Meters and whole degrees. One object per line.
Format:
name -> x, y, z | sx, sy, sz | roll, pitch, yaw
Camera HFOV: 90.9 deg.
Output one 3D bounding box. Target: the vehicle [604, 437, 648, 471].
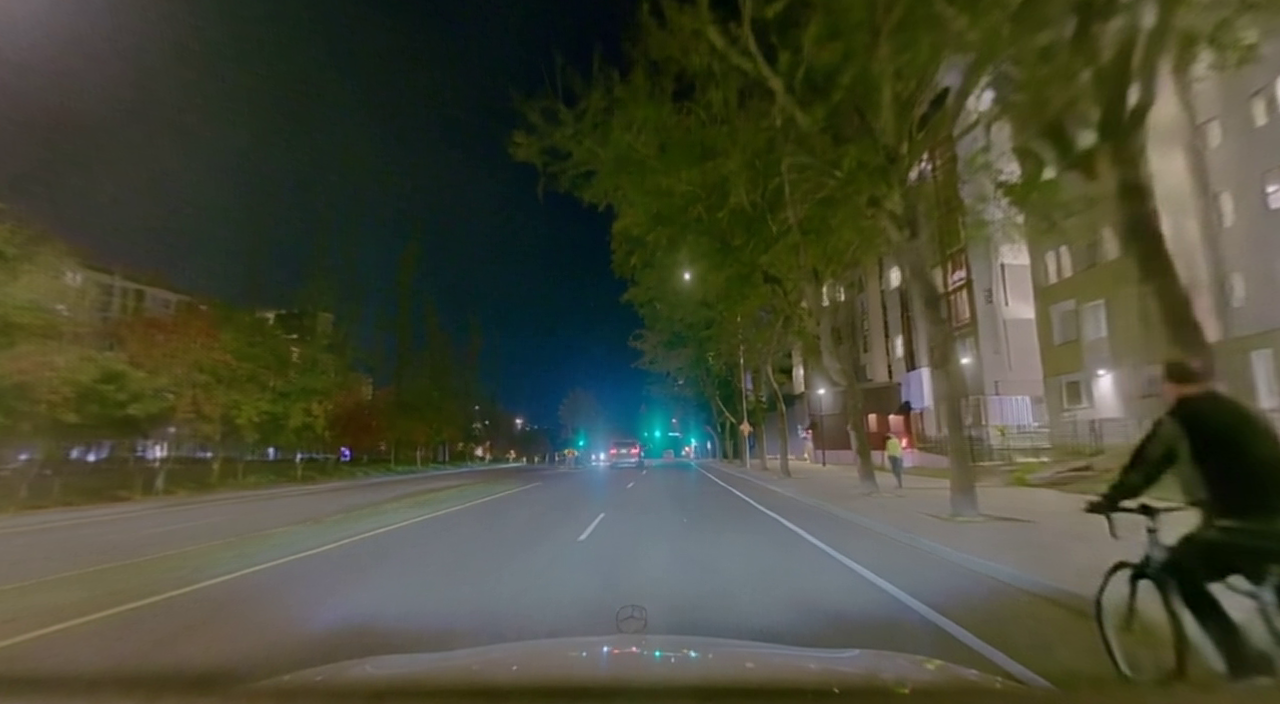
vehicle -> -0.755, 5.990, 37.277 | 2.294, 1.859, 5.127 | -1, -9, 2
